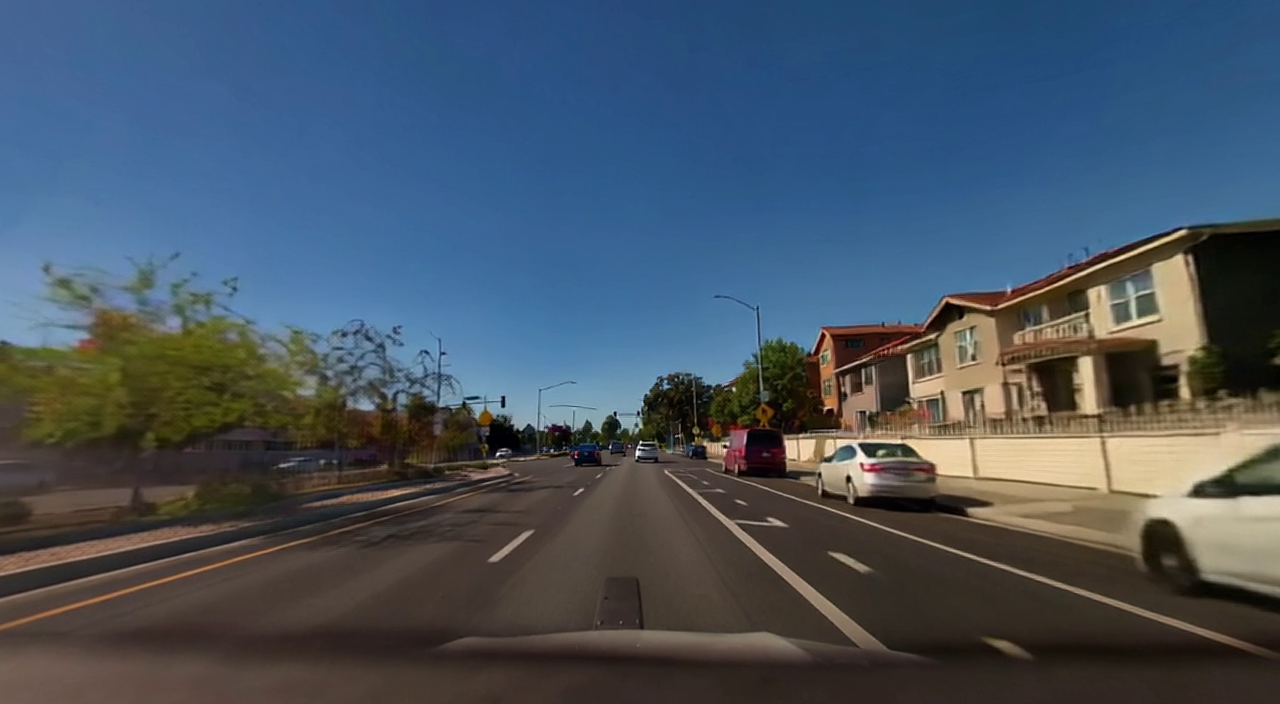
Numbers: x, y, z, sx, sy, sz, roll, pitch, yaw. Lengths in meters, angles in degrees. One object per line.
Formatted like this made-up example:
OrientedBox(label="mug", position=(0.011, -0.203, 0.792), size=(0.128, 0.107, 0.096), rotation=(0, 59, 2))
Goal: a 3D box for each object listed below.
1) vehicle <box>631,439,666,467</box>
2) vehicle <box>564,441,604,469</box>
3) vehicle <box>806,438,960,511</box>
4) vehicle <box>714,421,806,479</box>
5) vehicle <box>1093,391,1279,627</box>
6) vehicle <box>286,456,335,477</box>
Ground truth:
OrientedBox(label="vehicle", position=(0.543, 7.085, 44.543), size=(2.273, 1.851, 5.075), rotation=(0, -9, -1))
OrientedBox(label="vehicle", position=(-3.719, 6.926, 42.656), size=(2.233, 1.775, 4.491), rotation=(0, -9, 1))
OrientedBox(label="vehicle", position=(5.772, 2.941, 15.711), size=(1.910, 1.520, 4.375), rotation=(0, -9, -3))
OrientedBox(label="vehicle", position=(5.444, 4.650, 30.174), size=(2.763, 2.329, 7.864), rotation=(-1, -8, 0))
OrientedBox(label="vehicle", position=(5.810, 1.125, 4.390), size=(2.020, 1.762, 4.559), rotation=(-1, -9, 2))
OrientedBox(label="vehicle", position=(-25.958, 9.037, 49.879), size=(1.796, 1.511, 3.879), rotation=(0, -9, 0))
